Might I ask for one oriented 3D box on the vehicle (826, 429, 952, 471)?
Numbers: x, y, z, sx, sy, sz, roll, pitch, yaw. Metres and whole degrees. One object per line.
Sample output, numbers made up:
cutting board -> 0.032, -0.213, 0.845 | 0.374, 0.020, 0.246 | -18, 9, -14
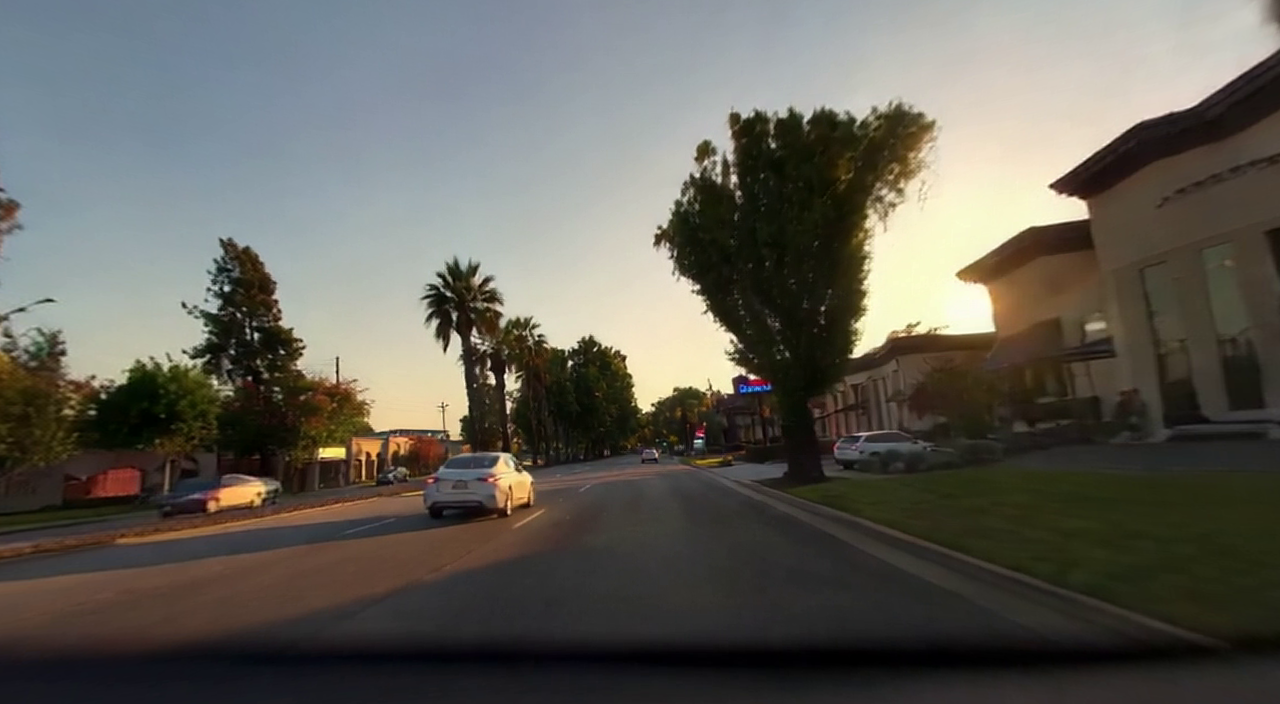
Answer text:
vehicle -> 10.833, 4.300, 27.762 | 4.577, 1.750, 2.115 | 0, -9, 0

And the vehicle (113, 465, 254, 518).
vehicle -> -18.567, 5.657, 26.074 | 2.073, 1.829, 4.870 | 0, -9, 1

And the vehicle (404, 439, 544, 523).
vehicle -> -3.862, 3.073, 15.692 | 2.147, 1.745, 4.648 | 0, -9, 1
